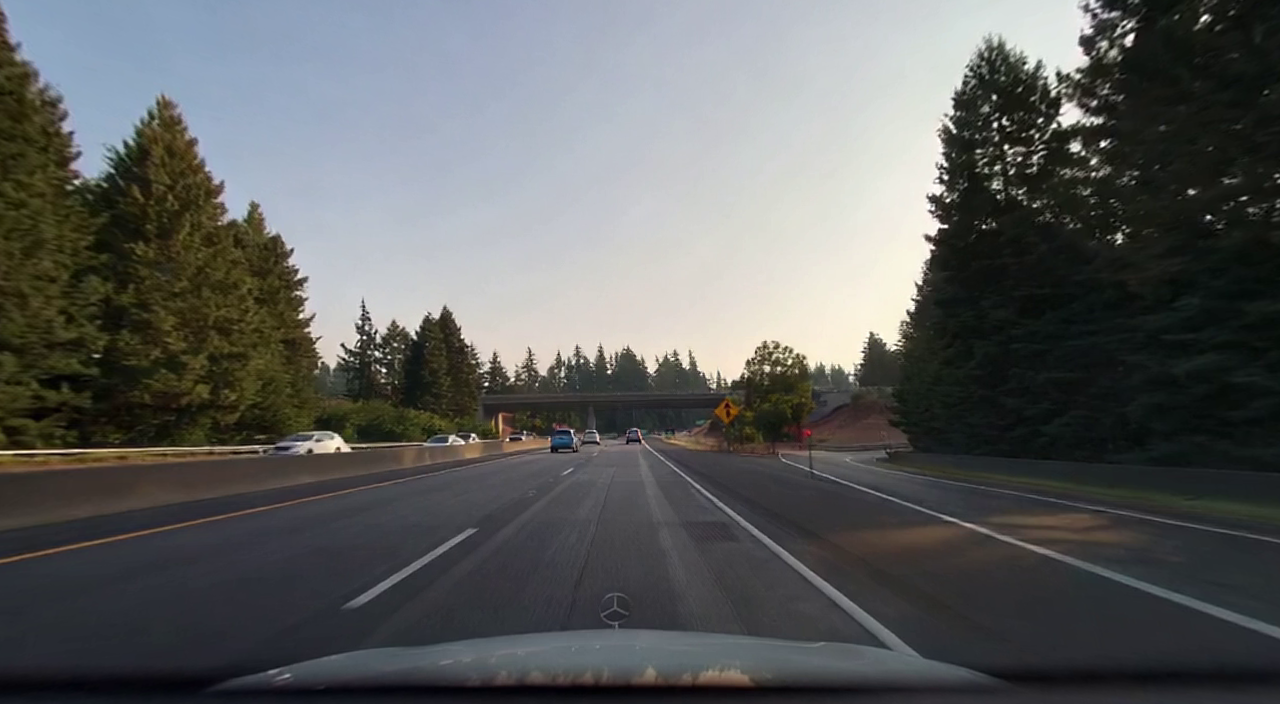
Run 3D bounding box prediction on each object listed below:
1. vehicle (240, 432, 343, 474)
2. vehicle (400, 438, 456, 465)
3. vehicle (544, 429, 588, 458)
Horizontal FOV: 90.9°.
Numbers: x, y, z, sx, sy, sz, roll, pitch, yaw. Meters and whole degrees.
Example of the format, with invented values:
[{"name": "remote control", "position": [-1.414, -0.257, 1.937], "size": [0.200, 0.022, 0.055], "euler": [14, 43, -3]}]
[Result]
[{"name": "vehicle", "position": [-17.212, 4.986, 31.508], "size": [2.015, 1.861, 5.531], "euler": [0, -8, -1]}, {"name": "vehicle", "position": [-12.701, 5.945, 38.028], "size": [1.981, 1.509, 4.269], "euler": [0, -8, 0]}, {"name": "vehicle", "position": [-4.317, 5.449, 37.491], "size": [2.169, 1.588, 4.264], "euler": [0, -8, -1]}]
